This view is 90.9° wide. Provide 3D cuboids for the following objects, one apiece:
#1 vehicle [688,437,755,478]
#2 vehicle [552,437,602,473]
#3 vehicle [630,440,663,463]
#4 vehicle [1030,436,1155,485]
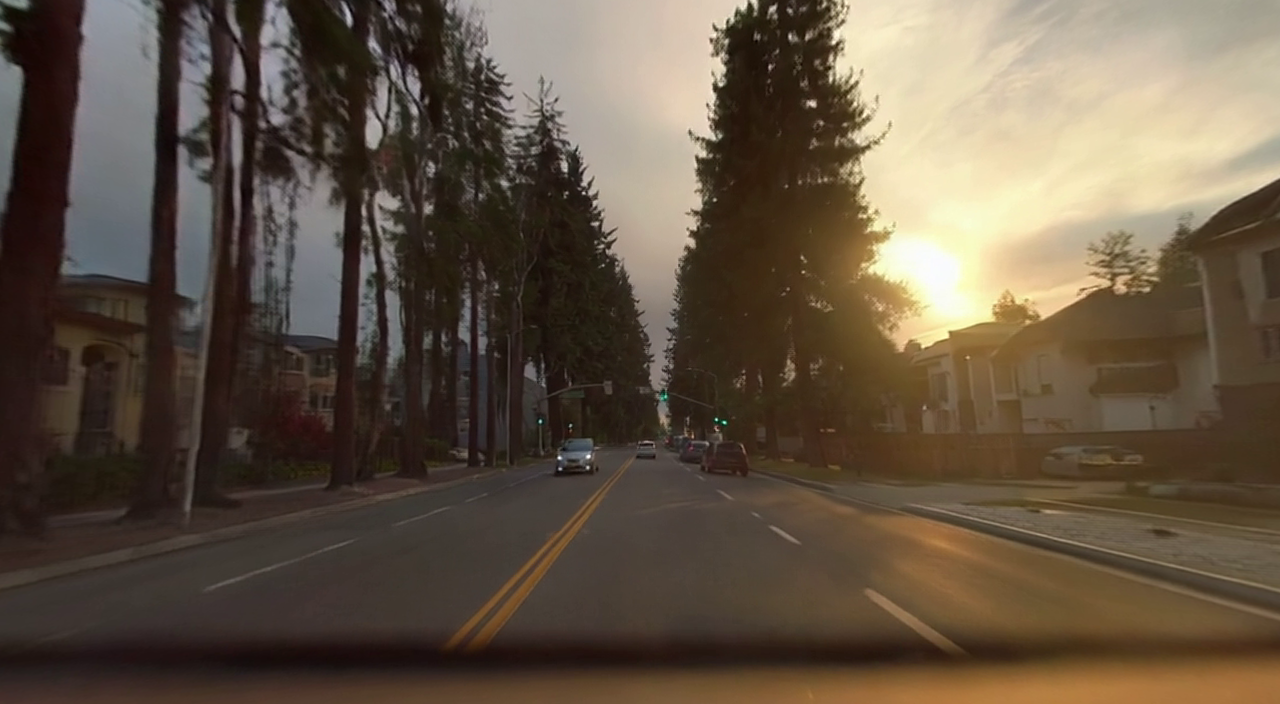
[{"bbox_3d":[3.205,4.263,25.836,2.078,1.488,4.741,0,-8,-1],"label":"vehicle"},{"bbox_3d":[-2.998,5.001,30.877,1.954,1.618,4.050,0,-8,1],"label":"vehicle"},{"bbox_3d":[0.364,6.614,42.170,2.097,1.463,4.043,0,-8,-1],"label":"vehicle"},{"bbox_3d":[17.928,4.293,25.212,1.831,1.778,3.787,1,-9,-8],"label":"vehicle"}]
